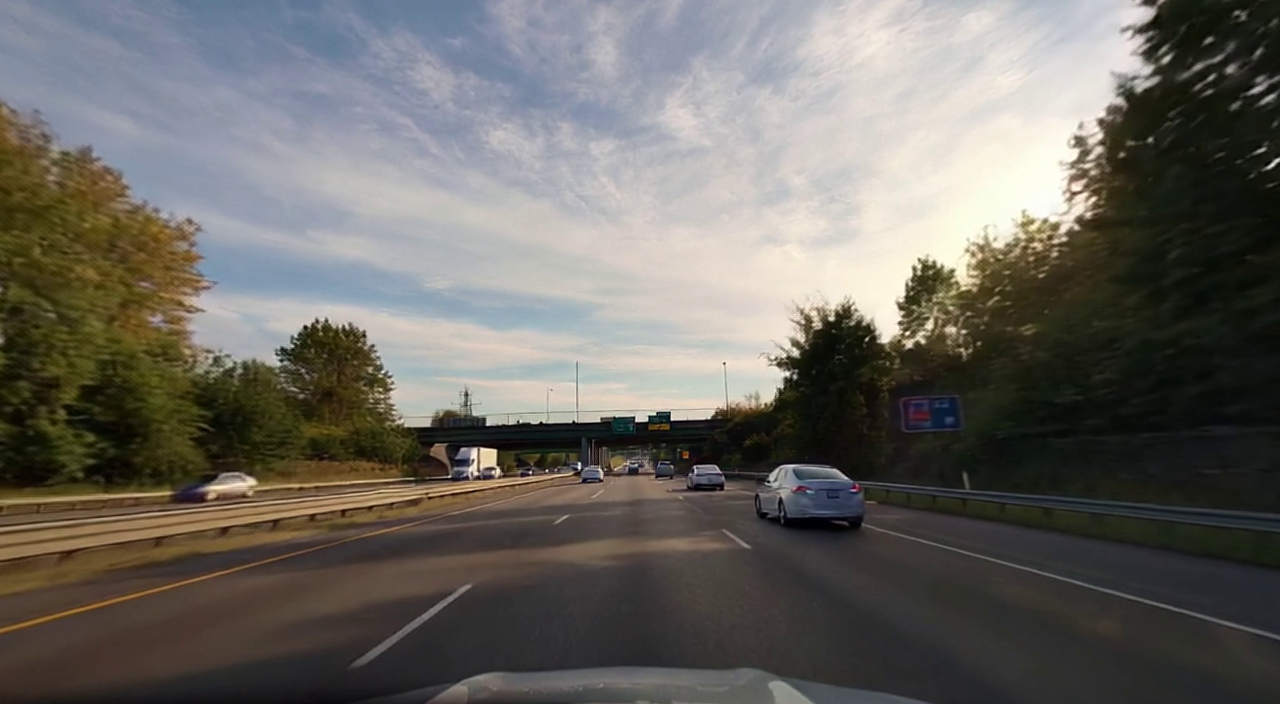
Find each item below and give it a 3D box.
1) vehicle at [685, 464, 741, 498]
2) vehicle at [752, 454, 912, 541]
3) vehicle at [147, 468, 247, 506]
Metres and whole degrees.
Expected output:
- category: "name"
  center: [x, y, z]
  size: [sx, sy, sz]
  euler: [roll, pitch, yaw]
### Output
- category: "vehicle"
  center: [3.461, 6.235, 30.678]
  size: [2.051, 1.472, 4.547]
  euler: [1, -10, -2]
- category: "vehicle"
  center: [3.995, 3.148, 14.129]
  size: [2.010, 1.579, 4.679]
  euler: [1, -10, -2]
- category: "vehicle"
  center: [-19.895, 6.059, 28.518]
  size: [1.750, 1.525, 3.748]
  euler: [1, -10, -1]
